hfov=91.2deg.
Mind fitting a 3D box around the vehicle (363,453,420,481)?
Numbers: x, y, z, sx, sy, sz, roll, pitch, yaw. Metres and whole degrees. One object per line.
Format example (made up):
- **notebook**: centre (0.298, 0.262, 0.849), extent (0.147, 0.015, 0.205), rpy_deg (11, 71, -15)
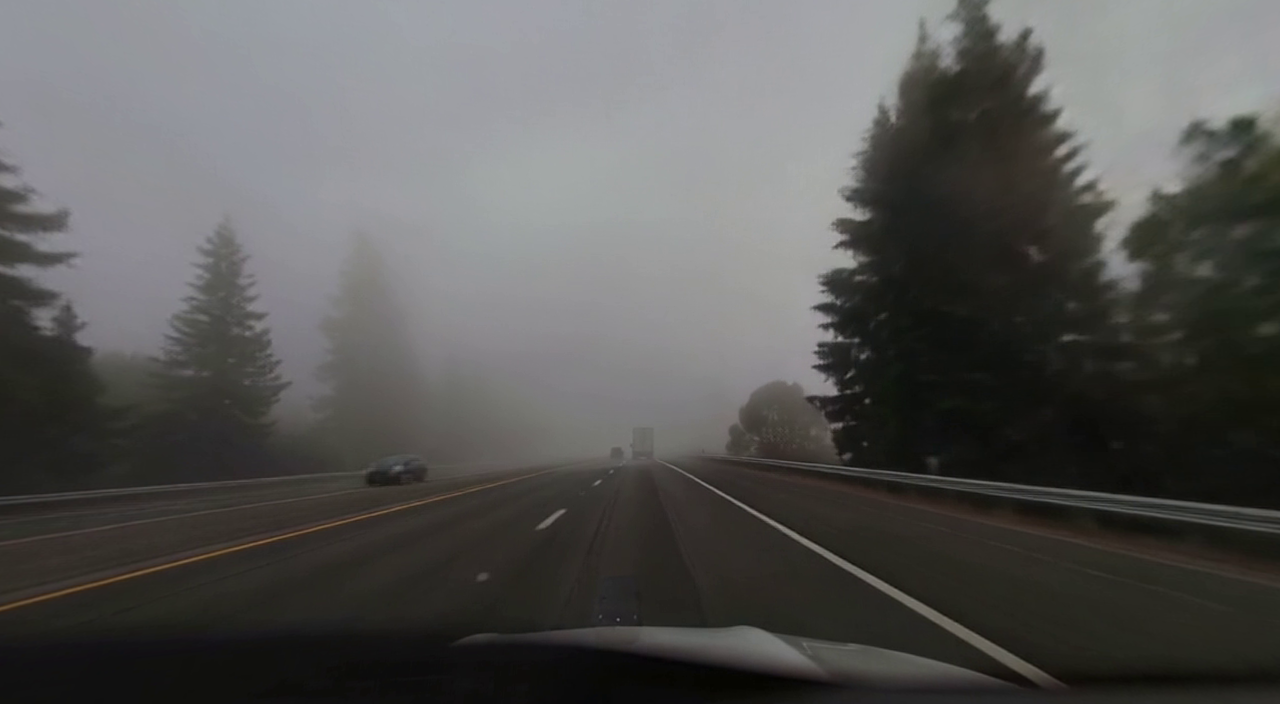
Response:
- **vehicle**: centre (-17.201, 7.960, 43.615), extent (1.978, 1.828, 4.675), rpy_deg (0, -9, 0)
